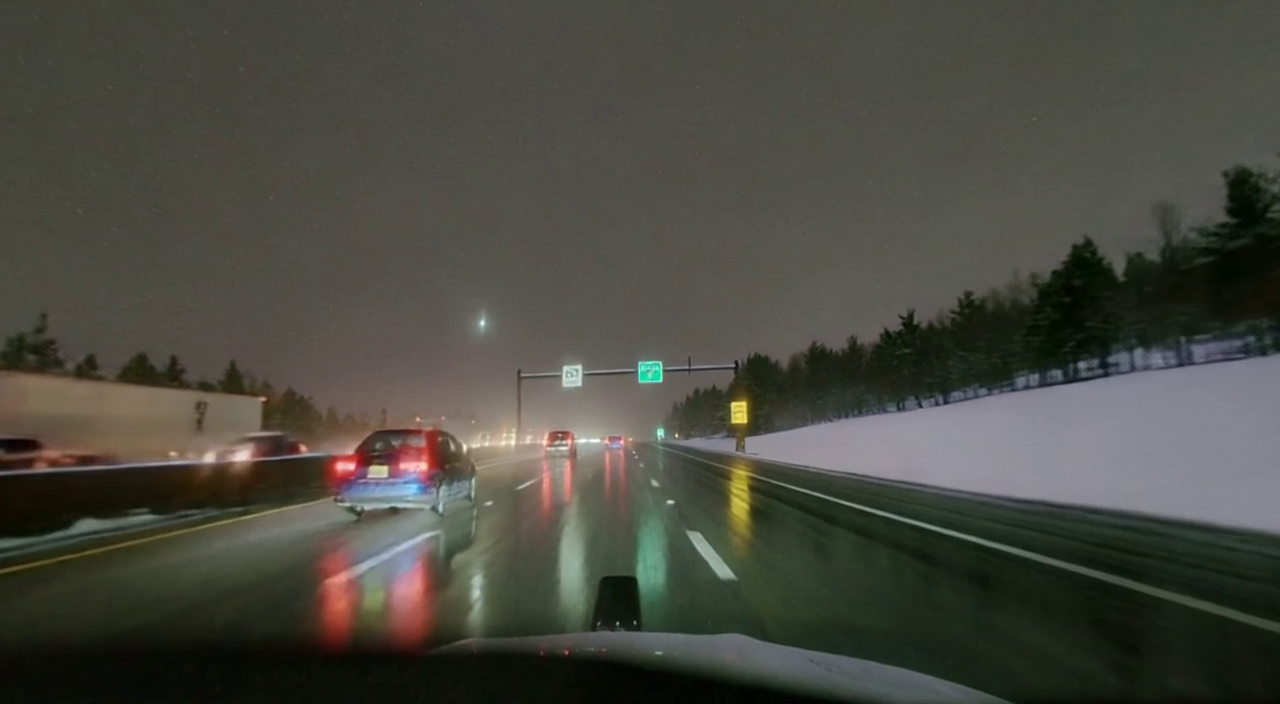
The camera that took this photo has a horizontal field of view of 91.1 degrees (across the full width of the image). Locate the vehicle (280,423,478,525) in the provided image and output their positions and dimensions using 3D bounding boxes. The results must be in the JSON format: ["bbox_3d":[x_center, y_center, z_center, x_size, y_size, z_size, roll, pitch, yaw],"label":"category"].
[{"bbox_3d":[-4.535,2.152,11.751,1.953,1.550,4.167,0,-8,-1],"label":"vehicle"}]

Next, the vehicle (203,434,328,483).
[{"bbox_3d":[-12.417,3.513,21.162,1.947,1.471,3.746,0,-8,-1],"label":"vehicle"}]

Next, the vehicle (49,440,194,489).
[{"bbox_3d":[-17.025,3.666,20.881,1.788,1.466,3.581,0,-8,-2],"label":"vehicle"}]

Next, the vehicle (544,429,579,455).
[{"bbox_3d":[-5.982,6.912,48.533,2.115,1.887,4.721,0,-8,-1],"label":"vehicle"}]

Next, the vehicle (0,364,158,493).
[{"bbox_3d":[-21.010,2.422,19.786,3.279,3.865,10.932,0,-8,-2],"label":"vehicle"}]
